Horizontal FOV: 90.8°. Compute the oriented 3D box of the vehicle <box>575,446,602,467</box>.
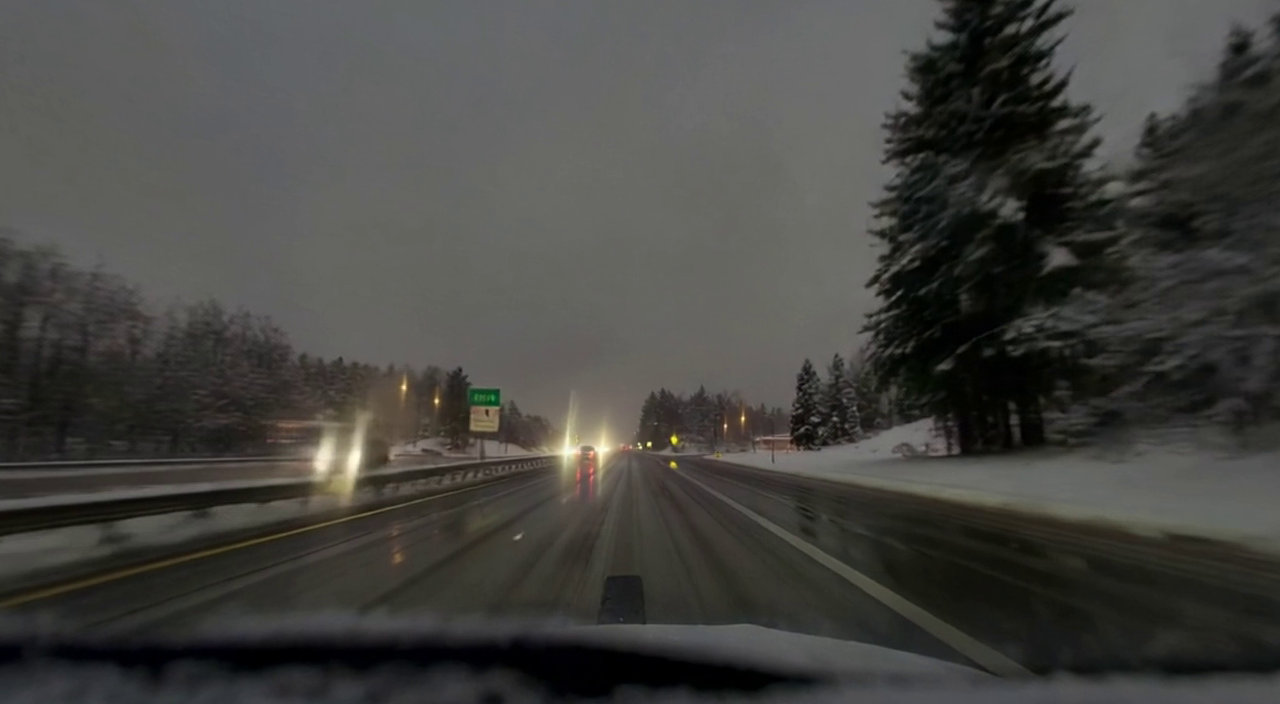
[{"bbox_3d":[-3.874,7.942,48.058,1.835,1.531,3.811,0,-9,-1],"label":"vehicle"}]

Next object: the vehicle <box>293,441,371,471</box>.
[{"bbox_3d":[-16.347,5.563,33.750,1.828,1.476,4.618,0,-9,0],"label":"vehicle"}]
